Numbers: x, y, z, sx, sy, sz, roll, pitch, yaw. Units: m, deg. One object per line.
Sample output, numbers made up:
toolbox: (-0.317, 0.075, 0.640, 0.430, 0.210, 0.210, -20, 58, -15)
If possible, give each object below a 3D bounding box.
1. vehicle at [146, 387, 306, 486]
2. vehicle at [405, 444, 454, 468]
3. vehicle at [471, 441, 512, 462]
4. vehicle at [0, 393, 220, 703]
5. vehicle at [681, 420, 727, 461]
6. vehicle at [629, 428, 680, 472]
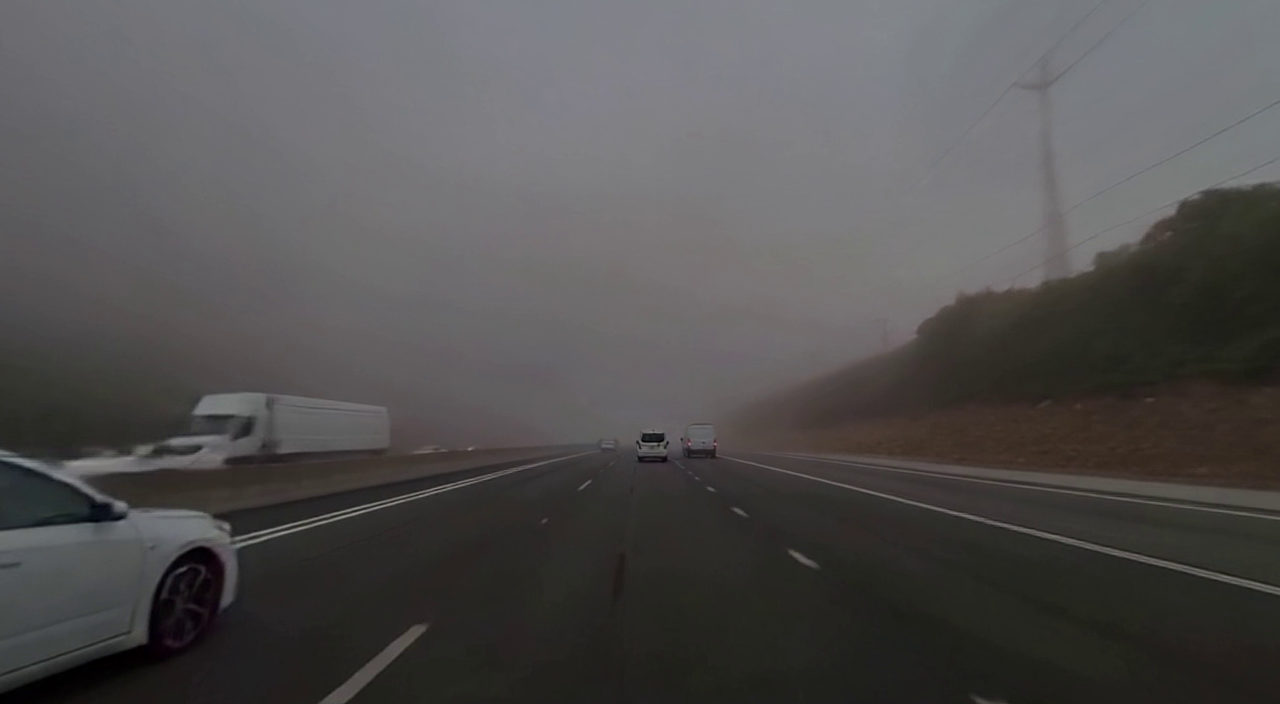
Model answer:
vehicle: (-18.365, 3.803, 28.593, 2.991, 3.989, 5.970, 0, -8, 0)
vehicle: (-14.356, 7.084, 43.124, 1.930, 1.450, 3.955, 0, -8, 1)
vehicle: (-11.148, 7.471, 47.584, 1.937, 1.505, 4.310, 0, -8, 1)
vehicle: (-3.258, 0.768, 1.303, 1.890, 1.490, 4.202, 0, -8, 0)
vehicle: (3.986, 5.634, 40.374, 2.348, 2.429, 5.172, 0, -8, -1)
vehicle: (0.596, 4.390, 28.634, 2.159, 1.811, 4.238, 0, -8, -1)
